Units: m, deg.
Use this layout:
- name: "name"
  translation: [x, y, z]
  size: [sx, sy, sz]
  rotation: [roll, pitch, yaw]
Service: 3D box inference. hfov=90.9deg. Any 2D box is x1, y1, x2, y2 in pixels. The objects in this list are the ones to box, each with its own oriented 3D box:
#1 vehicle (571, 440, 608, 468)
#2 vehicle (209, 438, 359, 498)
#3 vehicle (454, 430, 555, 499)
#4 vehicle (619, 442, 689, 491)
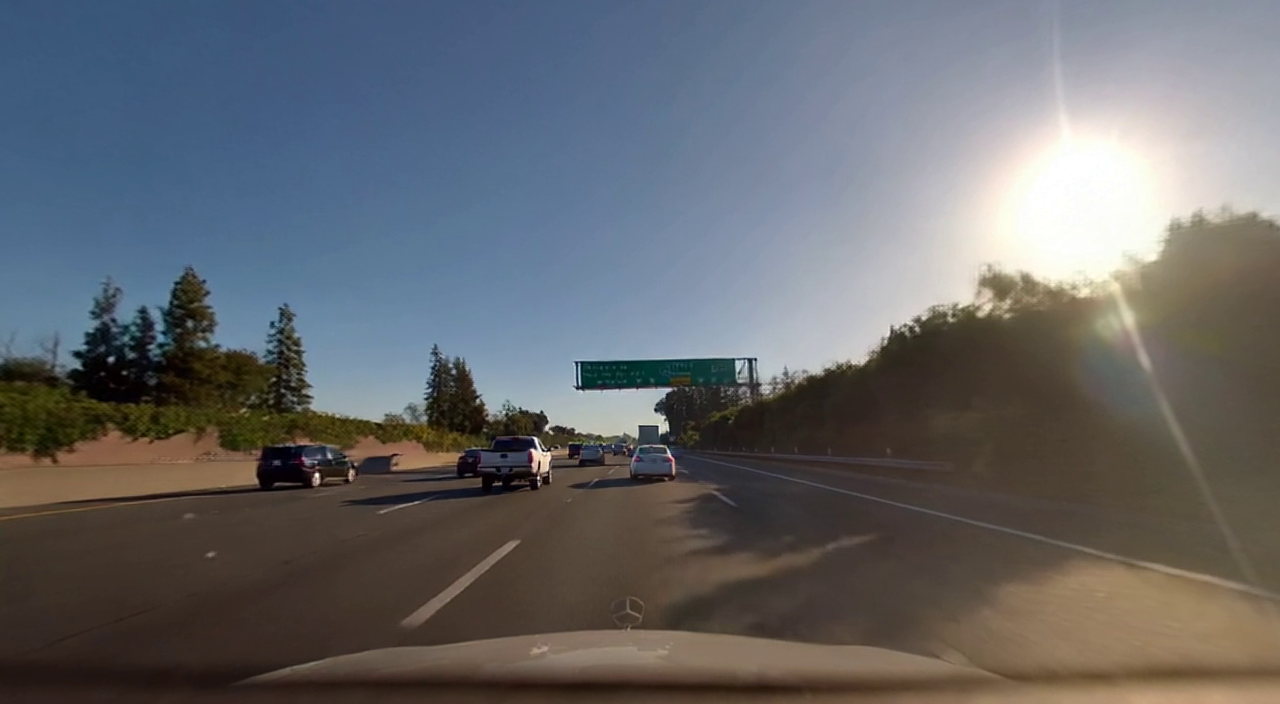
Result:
- name: "vehicle"
  translation: [-3.168, 6.461, 40.175]
  size: [1.897, 1.646, 4.049]
  rotation: [0, -8, 1]
- name: "vehicle"
  translation: [-10.581, 3.450, 19.202]
  size: [1.941, 1.602, 4.277]
  rotation: [0, -8, 2]
- name: "vehicle"
  translation: [-3.743, 3.183, 18.217]
  size: [1.903, 1.721, 4.210]
  rotation: [0, -8, 1]
- name: "vehicle"
  translation: [0.417, 3.703, 20.780]
  size: [2.054, 1.421, 4.090]
  rotation: [0, -8, 0]
